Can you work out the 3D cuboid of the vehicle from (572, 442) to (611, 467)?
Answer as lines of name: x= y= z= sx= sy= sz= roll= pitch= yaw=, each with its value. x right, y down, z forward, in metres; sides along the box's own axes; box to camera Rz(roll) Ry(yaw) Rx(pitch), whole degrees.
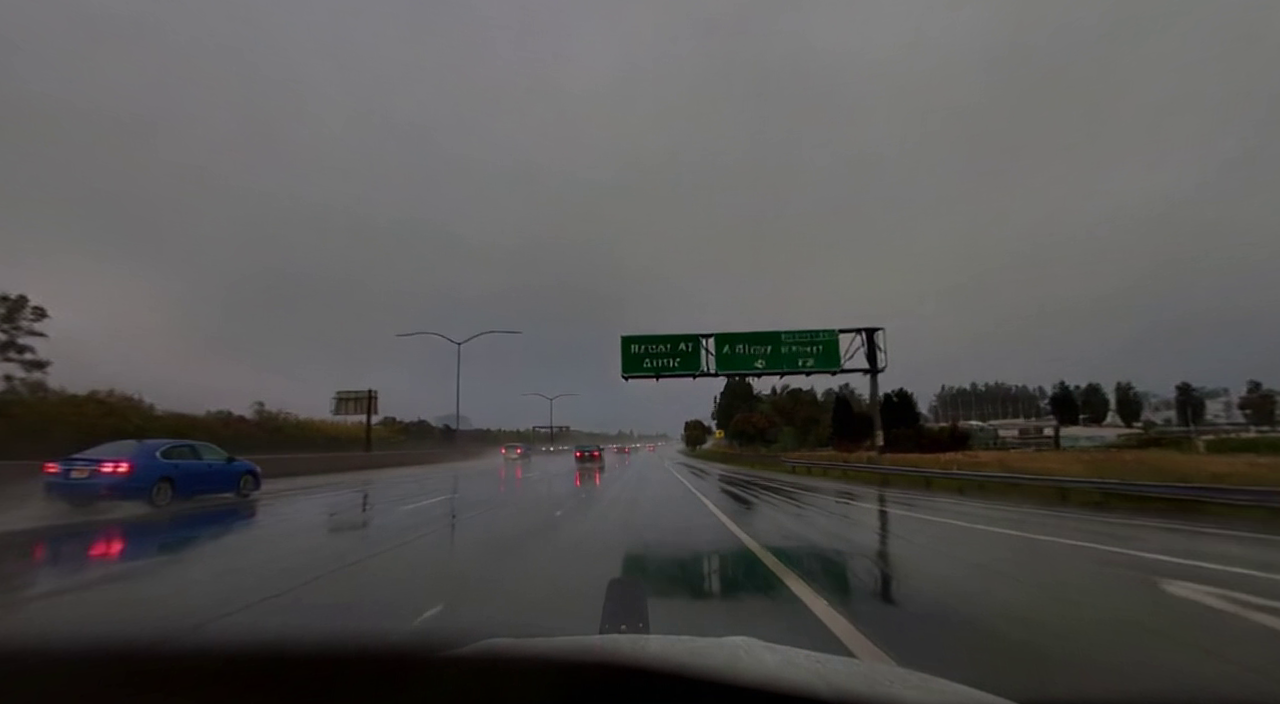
vehicle: x=-2.944 y=6.364 z=39.330 sx=2.050 sy=1.479 sz=4.342 roll=0 pitch=-8 yaw=1

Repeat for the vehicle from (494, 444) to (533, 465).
vehicle: x=-9.358 y=7.573 z=46.945 sx=1.930 sy=1.490 sz=3.955 roll=0 pitch=-8 yaw=2

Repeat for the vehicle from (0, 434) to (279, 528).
vehicle: x=-9.837 y=2.484 z=12.832 sx=2.002 sy=1.526 sz=4.822 roll=0 pitch=-8 yaw=2
